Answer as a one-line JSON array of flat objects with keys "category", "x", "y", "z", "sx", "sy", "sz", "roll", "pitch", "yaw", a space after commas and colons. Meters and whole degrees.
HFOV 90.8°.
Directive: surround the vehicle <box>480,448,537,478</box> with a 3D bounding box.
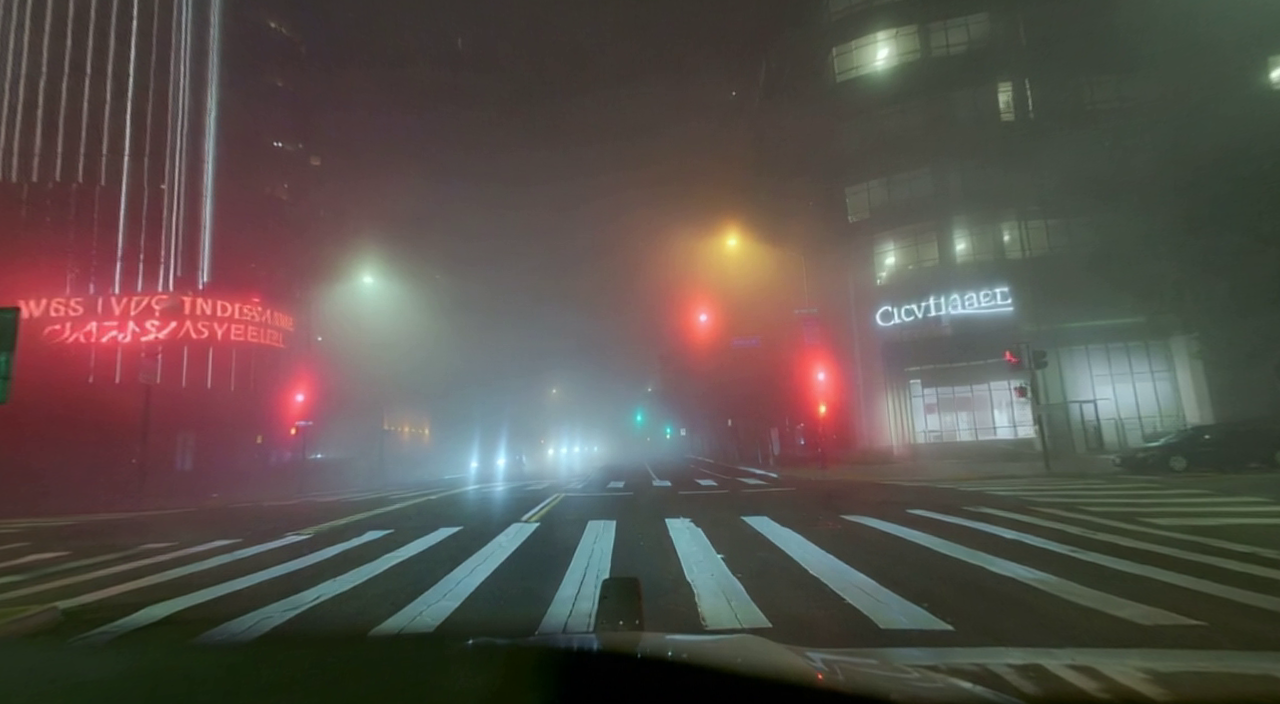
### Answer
[{"category": "vehicle", "x": -6.930, "y": 5.885, "z": 33.731, "sx": 1.893, "sy": 1.451, "sz": 4.276, "roll": -1, "pitch": -9, "yaw": 3}]
